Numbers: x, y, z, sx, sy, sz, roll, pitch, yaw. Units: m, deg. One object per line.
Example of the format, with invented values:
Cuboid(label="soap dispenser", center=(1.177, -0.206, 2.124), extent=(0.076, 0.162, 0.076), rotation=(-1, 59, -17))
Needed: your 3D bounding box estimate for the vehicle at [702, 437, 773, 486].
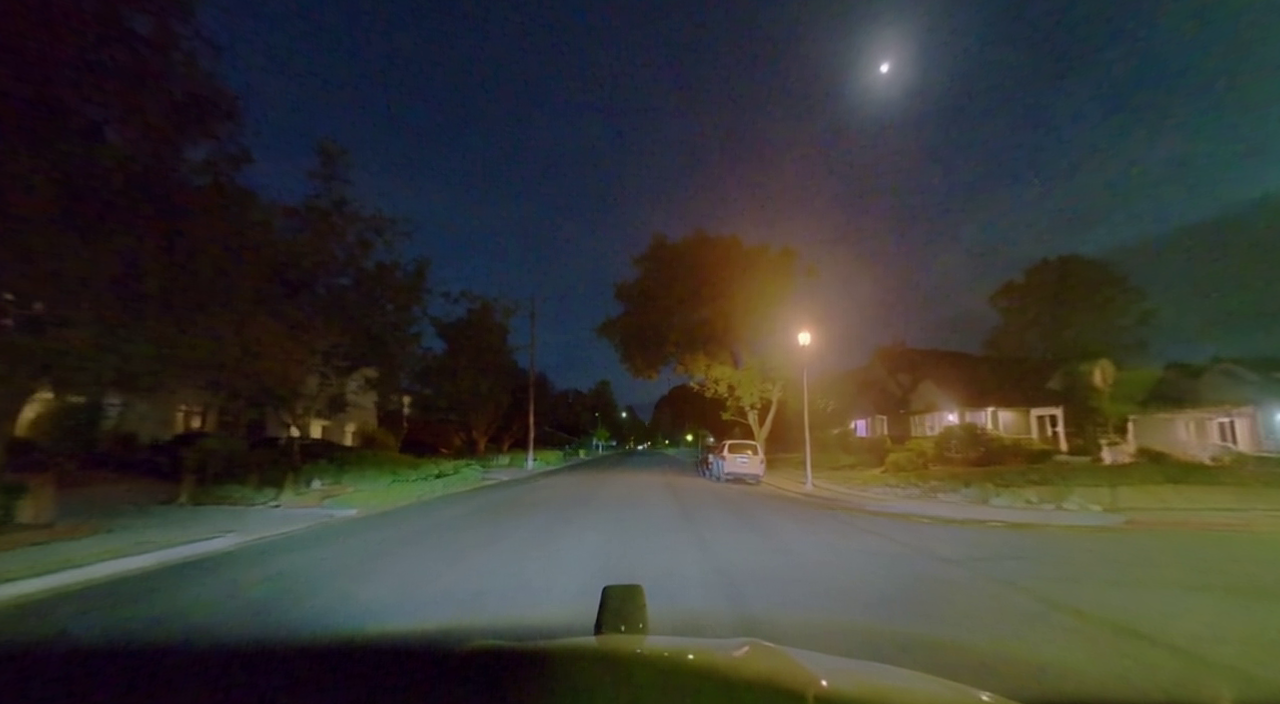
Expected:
Cuboid(label="vehicle", center=(3.787, 4.331, 25.245), extent=(2.046, 1.760, 4.570), rotation=(0, -8, -1))

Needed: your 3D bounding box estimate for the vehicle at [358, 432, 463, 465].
Cuboid(label="vehicle", center=(-12.555, 5.290, 34.629), extent=(4.906, 1.564, 1.988), rotation=(1, -8, 6))
